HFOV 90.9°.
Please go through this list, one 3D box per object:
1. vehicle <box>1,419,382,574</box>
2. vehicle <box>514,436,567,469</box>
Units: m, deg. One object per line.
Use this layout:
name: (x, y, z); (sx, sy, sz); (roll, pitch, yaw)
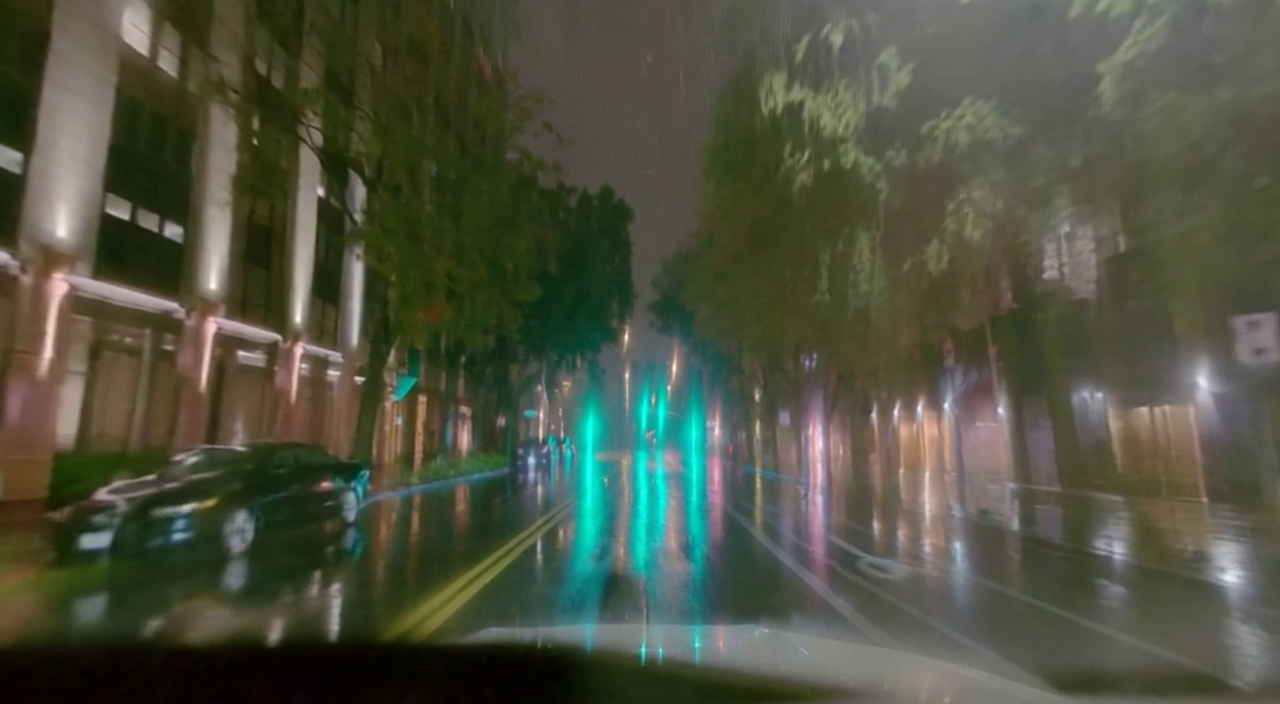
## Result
vehicle: (-5.901, 1.917, 9.313); (2.223, 1.658, 4.621); (1, -8, 0)
vehicle: (-5.578, 5.673, 36.003); (2.147, 1.701, 4.879); (1, -8, 1)
